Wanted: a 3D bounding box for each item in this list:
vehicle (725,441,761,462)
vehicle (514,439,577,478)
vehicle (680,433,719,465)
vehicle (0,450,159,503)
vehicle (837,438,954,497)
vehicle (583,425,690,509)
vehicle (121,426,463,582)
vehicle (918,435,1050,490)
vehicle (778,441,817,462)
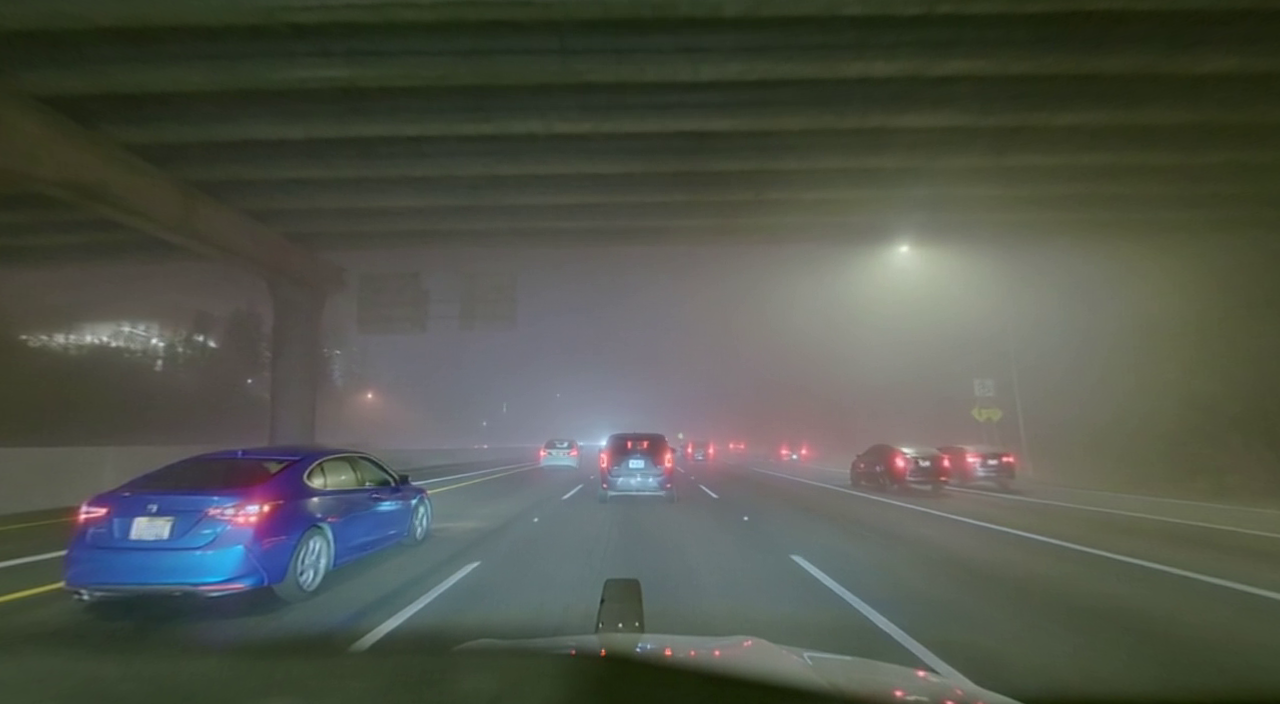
[{"bbox_3d":[7.769,7.540,47.857,1.963,1.482,4.436,0,-9,0],"label":"vehicle"},{"bbox_3d":[-3.920,4.490,26.806,1.947,1.516,4.295,0,-9,1],"label":"vehicle"},{"bbox_3d":[3.768,6.232,40.455,2.069,1.876,4.447,0,-9,0],"label":"vehicle"},{"bbox_3d":[-18.510,3.983,20.652,1.839,1.495,4.458,0,-9,1],"label":"vehicle"},{"bbox_3d":[7.246,3.301,18.310,1.880,1.526,3.641,0,-9,0],"label":"vehicle"},{"bbox_3d":[-0.071,2.664,14.959,2.181,1.697,4.021,0,-9,0],"label":"vehicle"},{"bbox_3d":[-4.016,1.815,8.384,1.974,1.478,4.412,0,-9,1],"label":"vehicle"},{"bbox_3d":[11.468,3.706,21.408,1.992,1.625,4.359,0,-9,0],"label":"vehicle"},{"bbox_3d":[11.818,7.503,47.569,1.868,1.468,4.168,0,-9,0],"label":"vehicle"}]
